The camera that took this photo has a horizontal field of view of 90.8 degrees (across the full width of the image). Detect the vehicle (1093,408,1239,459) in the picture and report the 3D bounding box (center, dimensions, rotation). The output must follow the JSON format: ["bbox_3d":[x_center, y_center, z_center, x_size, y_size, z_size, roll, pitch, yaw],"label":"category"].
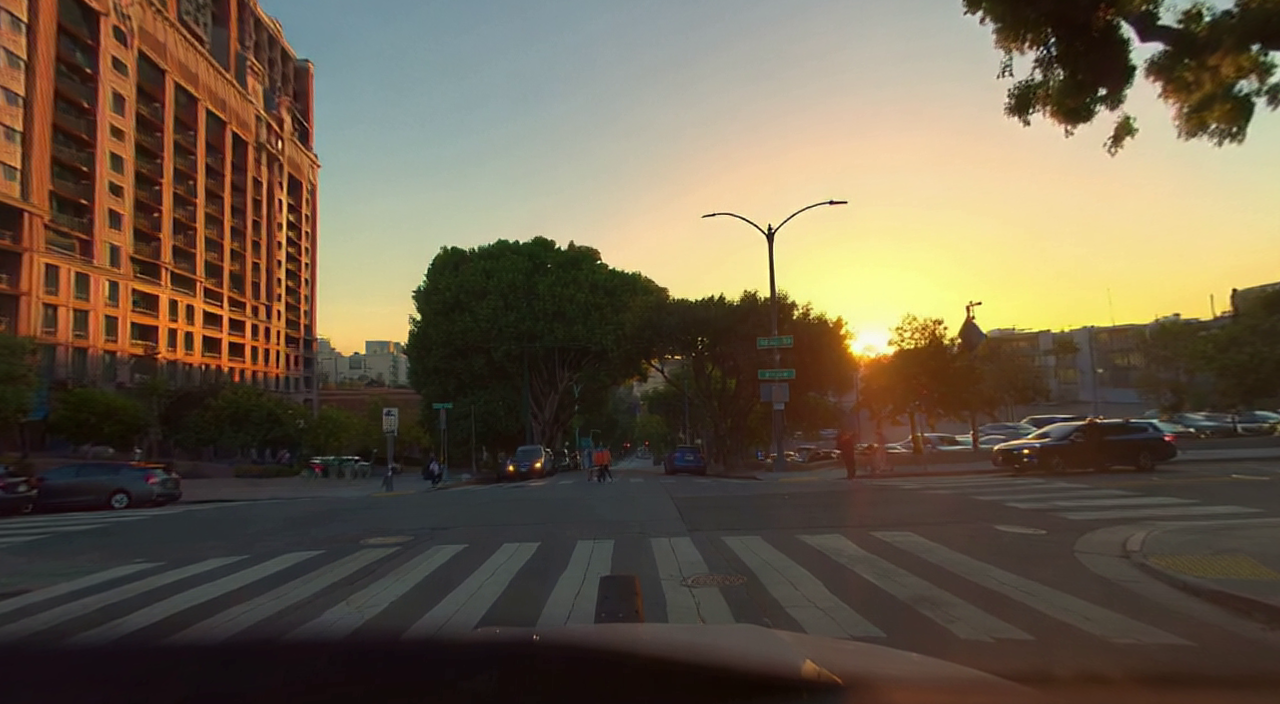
[{"bbox_3d":[22.304,3.531,27.142,2.137,1.962,4.988,-1,-8,3],"label":"vehicle"}]

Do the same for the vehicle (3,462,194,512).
[{"bbox_3d":[-17.316,4.317,20.370,4.439,1.448,1.793,0,-9,0],"label":"vehicle"}]

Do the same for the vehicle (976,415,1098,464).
[{"bbox_3d":[16.743,3.790,26.995,2.041,1.921,4.574,0,-9,-2],"label":"vehicle"}]

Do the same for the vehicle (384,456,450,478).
[{"bbox_3d":[-16.681,8.642,47.358,4.203,1.544,1.889,-1,-8,2],"label":"vehicle"}]

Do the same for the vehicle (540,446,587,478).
[{"bbox_3d":[-4.458,6.532,37.598,2.102,1.768,4.290,-1,-10,2],"label":"vehicle"}]

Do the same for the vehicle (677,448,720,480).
[{"bbox_3d":[3.271,6.074,34.647,1.942,1.603,3.785,-1,-8,12],"label":"vehicle"}]

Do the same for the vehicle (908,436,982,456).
[{"bbox_3d":[23.013,7.086,47.770,4.528,1.475,2.070,0,-8,3],"label":"vehicle"}]

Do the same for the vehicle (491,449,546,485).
[{"bbox_3d":[-7.617,7.251,40.249,2.193,1.814,5.061,-9,-8,0],"label":"vehicle"}]

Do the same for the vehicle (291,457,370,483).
[{"bbox_3d":[-23.238,8.886,47.494,4.844,1.836,2.117,-1,-8,5],"label":"vehicle"}]
